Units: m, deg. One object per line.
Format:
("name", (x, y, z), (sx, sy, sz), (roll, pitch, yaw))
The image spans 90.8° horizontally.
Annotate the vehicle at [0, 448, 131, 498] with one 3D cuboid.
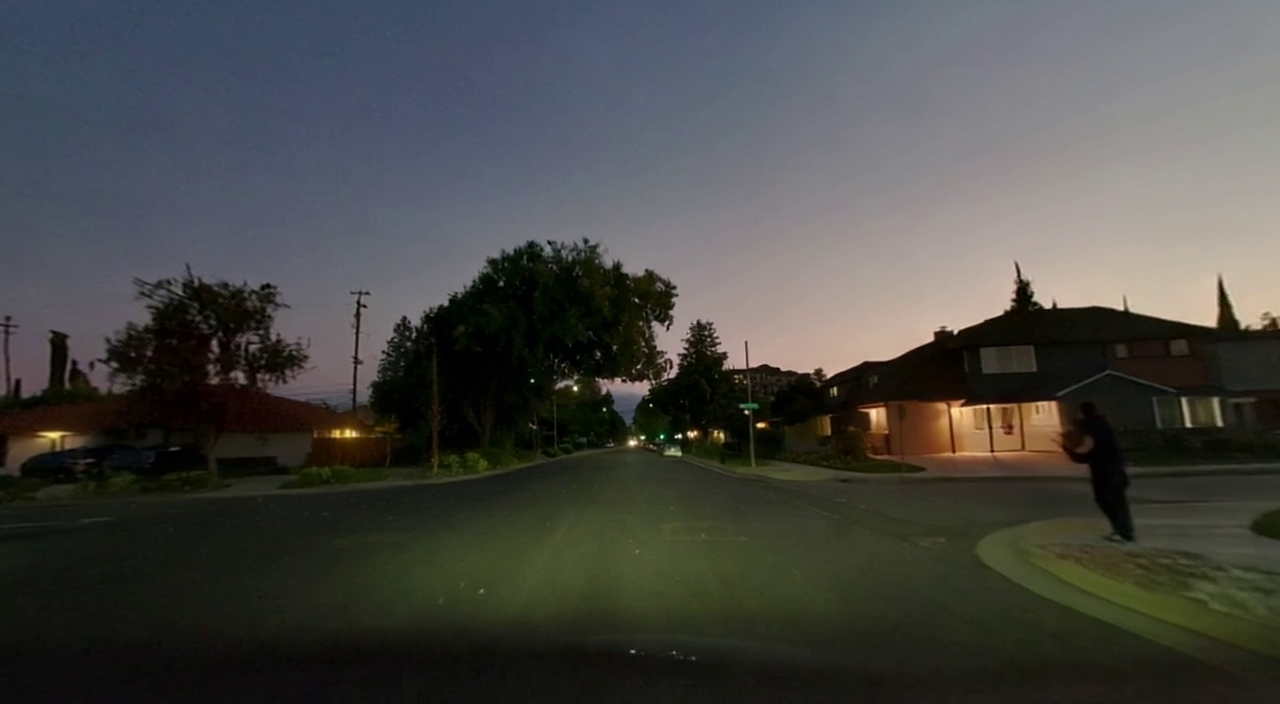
("vehicle", (-24.864, 5.137, 26.964), (2.004, 1.856, 4.934), (-4, -9, 2))
